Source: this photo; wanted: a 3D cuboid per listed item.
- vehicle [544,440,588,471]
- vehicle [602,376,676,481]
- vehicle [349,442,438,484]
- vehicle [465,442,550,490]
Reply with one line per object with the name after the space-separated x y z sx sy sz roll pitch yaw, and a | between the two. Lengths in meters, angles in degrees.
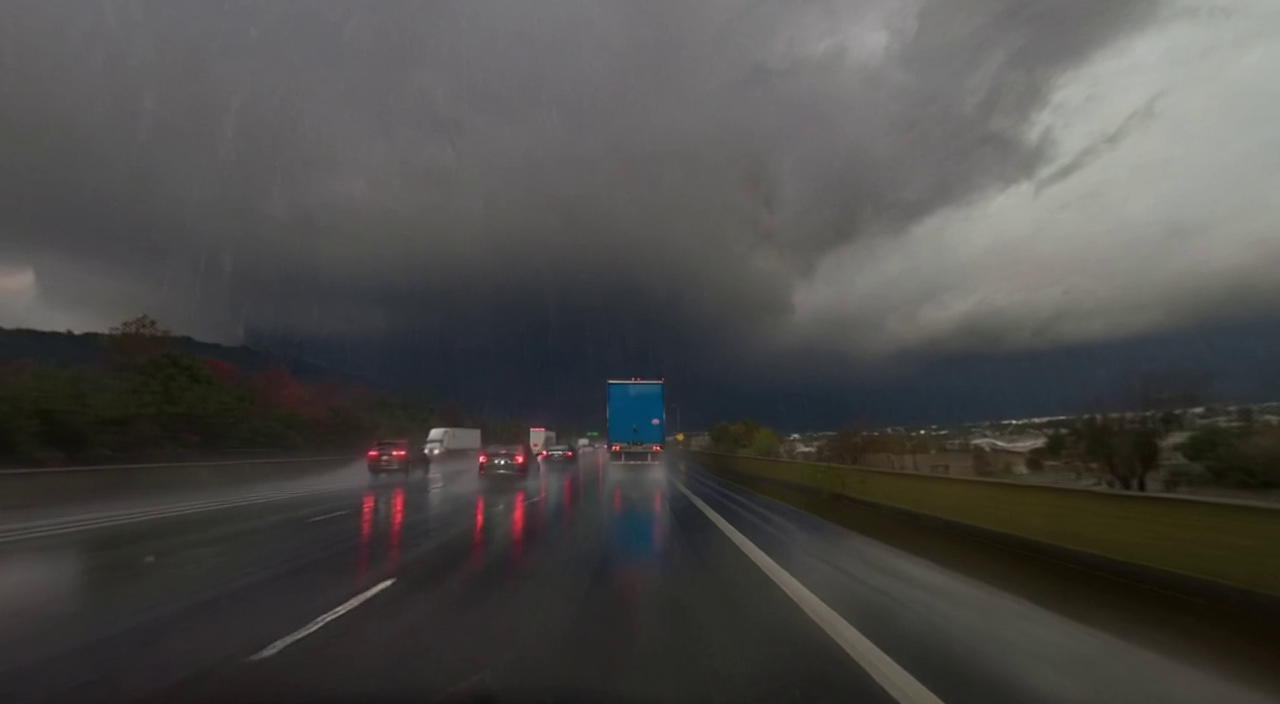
-4.368 6.182 37.830 2.158 1.680 4.087 0 -8 0 | vehicle
-0.265 3.782 30.270 2.913 4.113 10.724 0 -8 -2 | vehicle
-10.058 4.521 26.056 1.952 1.590 4.090 -1 -8 1 | vehicle
-4.686 4.077 22.900 2.164 1.582 3.979 0 -8 0 | vehicle
